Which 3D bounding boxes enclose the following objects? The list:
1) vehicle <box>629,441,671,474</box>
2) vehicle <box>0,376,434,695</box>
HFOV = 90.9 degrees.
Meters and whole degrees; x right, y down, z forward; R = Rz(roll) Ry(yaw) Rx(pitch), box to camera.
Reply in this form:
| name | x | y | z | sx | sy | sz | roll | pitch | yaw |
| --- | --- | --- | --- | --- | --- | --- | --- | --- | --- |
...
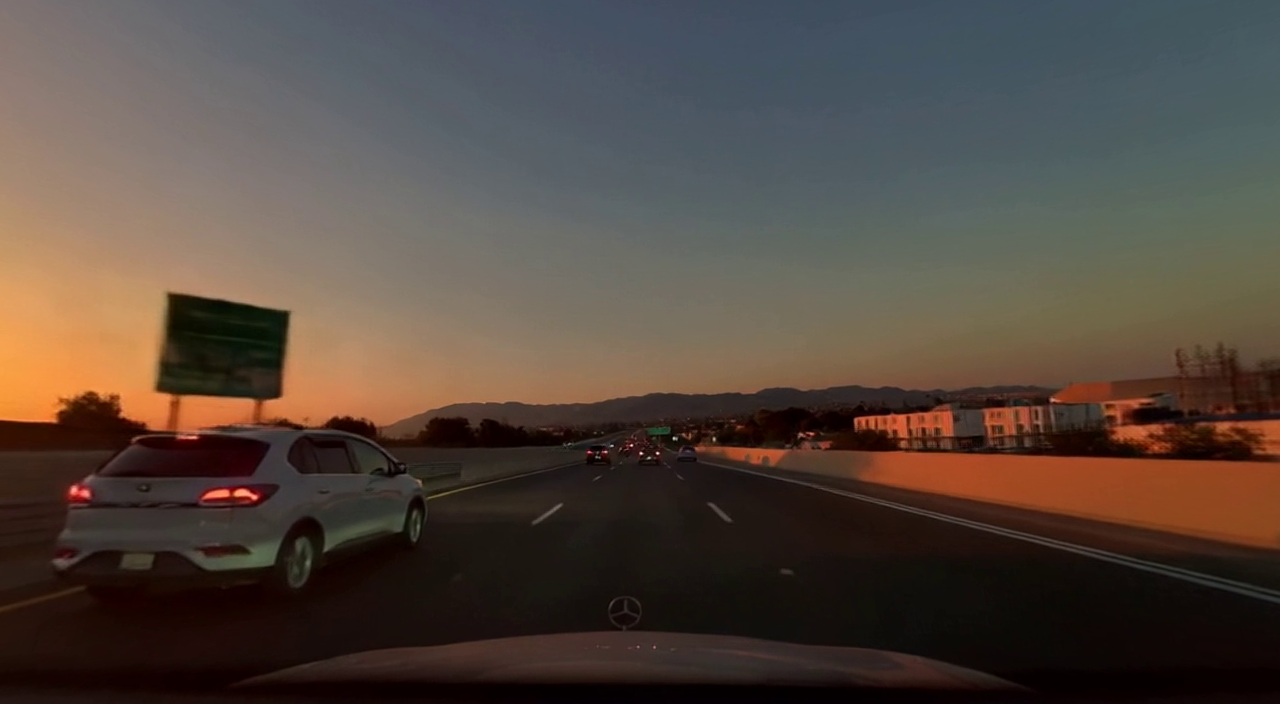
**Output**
| name | x | y | z | sx | sy | sz | roll | pitch | yaw |
| --- | --- | --- | --- | --- | --- | --- | --- | --- | --- |
| vehicle | 0.463 | 5.346 | 32.118 | 2.000 | 1.558 | 3.945 | 0 | -8 | 0 |
| vehicle | -3.872 | 1.354 | 5.890 | 2.239 | 1.761 | 4.620 | 0 | -8 | 1 |
